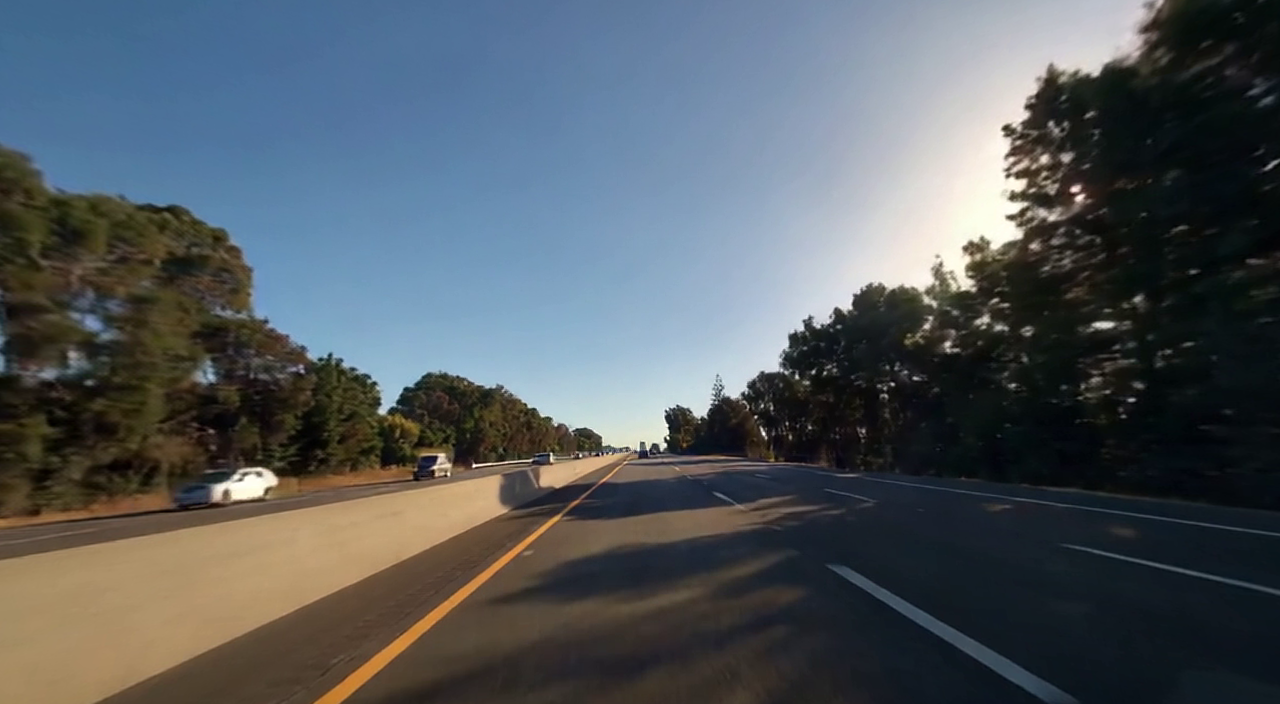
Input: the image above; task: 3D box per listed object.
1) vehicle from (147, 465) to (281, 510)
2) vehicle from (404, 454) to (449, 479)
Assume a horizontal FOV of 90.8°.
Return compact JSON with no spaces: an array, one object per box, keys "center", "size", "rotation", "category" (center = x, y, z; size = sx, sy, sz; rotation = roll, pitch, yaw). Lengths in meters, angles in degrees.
[{"center":[-17.568,5.588,26.419],"size":[1.986,1.523,5.088],"rotation":[-1,-9,1],"category":"vehicle"},{"center":[-16.749,8.965,49.709],"size":[1.978,1.817,4.338],"rotation":[0,-9,1],"category":"vehicle"}]
